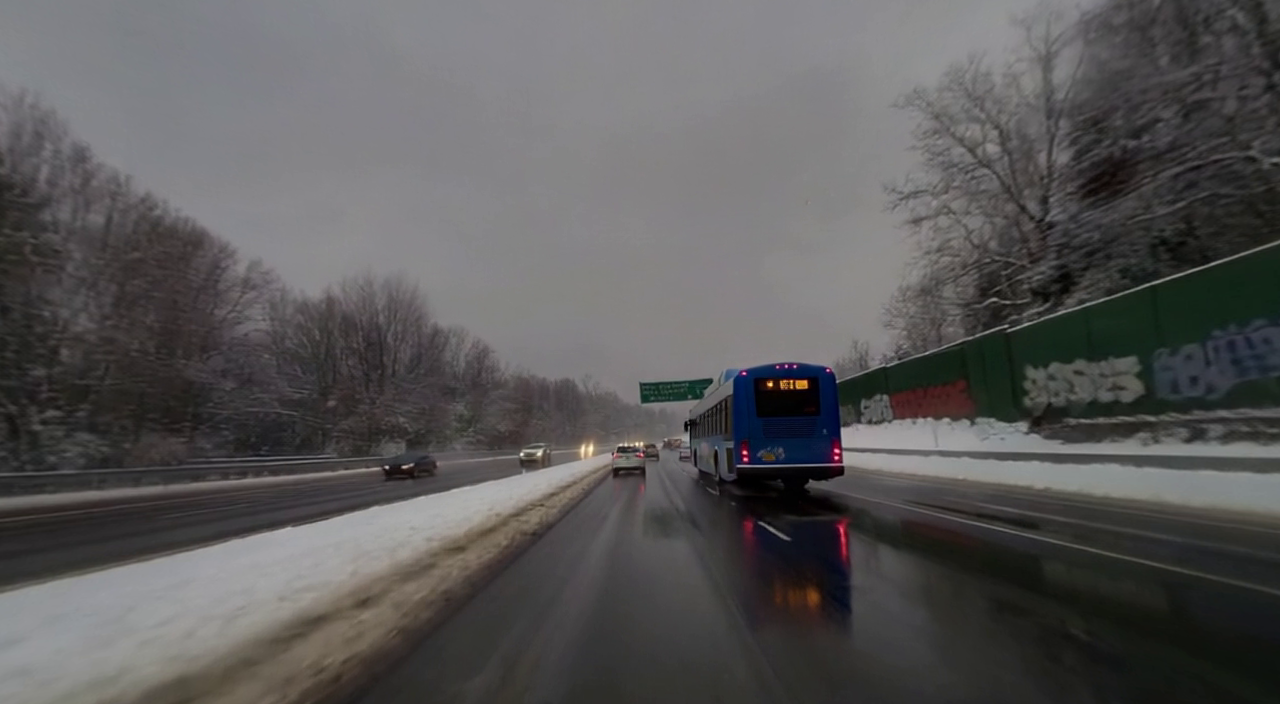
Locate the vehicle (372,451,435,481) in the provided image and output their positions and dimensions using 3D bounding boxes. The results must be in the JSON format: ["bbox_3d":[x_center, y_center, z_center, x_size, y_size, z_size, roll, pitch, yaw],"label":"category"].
[{"bbox_3d":[-12.721,6.125,33.927,1.813,1.456,3.830,-1,-9,1],"label":"vehicle"}]

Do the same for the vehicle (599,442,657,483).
[{"bbox_3d":[-0.417,4.491,25.692,2.160,1.532,4.073,-1,-9,1],"label":"vehicle"}]

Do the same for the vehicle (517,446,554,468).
[{"bbox_3d":[-8.137,8.260,49.332,2.064,1.648,4.371,-1,-9,2],"label":"vehicle"}]

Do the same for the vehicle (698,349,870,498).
[{"bbox_3d":[3.947,2.636,21.073,3.055,3.479,12.521,-1,-9,1],"label":"vehicle"}]
